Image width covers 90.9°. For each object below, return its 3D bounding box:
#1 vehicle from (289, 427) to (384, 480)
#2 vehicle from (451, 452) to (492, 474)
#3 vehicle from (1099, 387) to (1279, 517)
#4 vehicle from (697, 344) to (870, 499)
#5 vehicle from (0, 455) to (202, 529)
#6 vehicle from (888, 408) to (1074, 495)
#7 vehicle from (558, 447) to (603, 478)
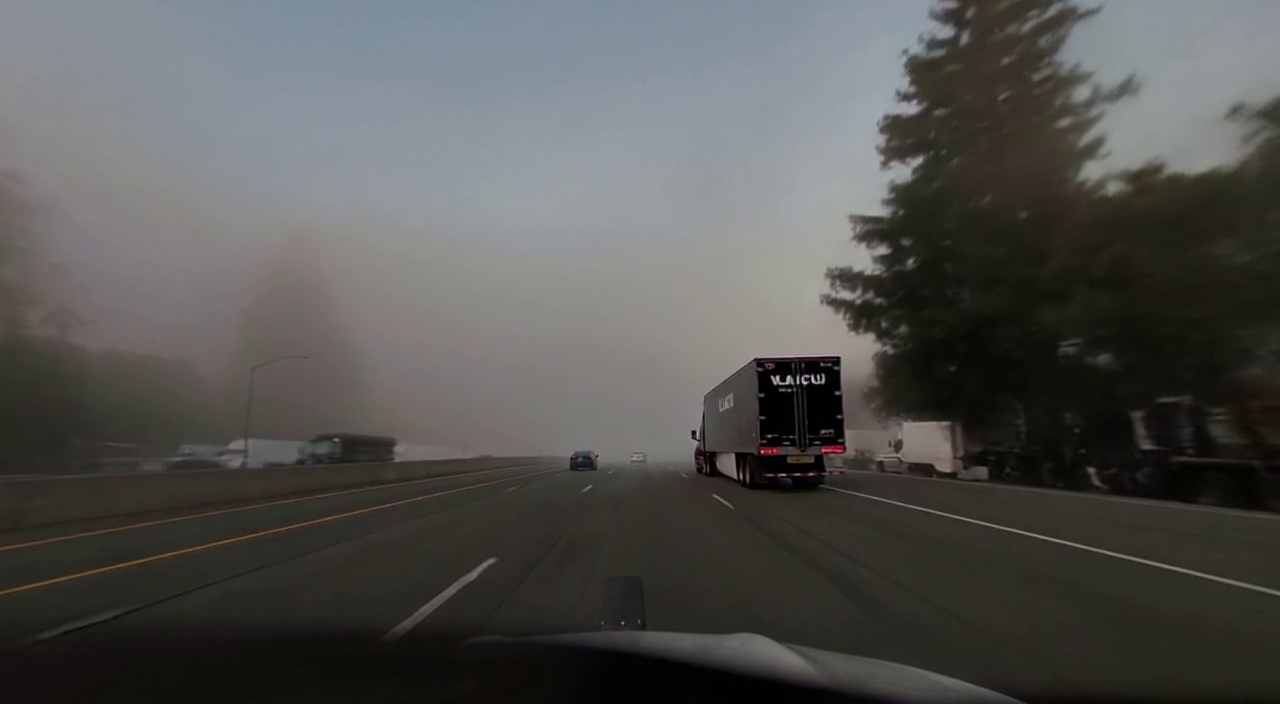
[{"bbox_3d":[-20.028,6.761,42.214,2.593,3.234,7.371,0,-9,0],"label":"vehicle"},{"bbox_3d":[-12.216,8.068,45.957,1.793,1.455,4.263,0,-8,0],"label":"vehicle"},{"bbox_3d":[17.731,2.716,17.160,2.809,3.269,10.050,0,-9,0],"label":"vehicle"},{"bbox_3d":[4.397,2.902,23.729,2.847,4.075,14.244,0,-9,-1],"label":"vehicle"},{"bbox_3d":[-12.314,3.091,14.453,1.741,1.414,3.887,0,-9,-1],"label":"vehicle"},{"bbox_3d":[18.643,5.729,36.430,2.828,3.967,14.191,1,-9,0],"label":"vehicle"},{"bbox_3d":[-3.265,6.149,35.401,2.107,1.626,4.804,0,-9,-1],"label":"vehicle"}]
